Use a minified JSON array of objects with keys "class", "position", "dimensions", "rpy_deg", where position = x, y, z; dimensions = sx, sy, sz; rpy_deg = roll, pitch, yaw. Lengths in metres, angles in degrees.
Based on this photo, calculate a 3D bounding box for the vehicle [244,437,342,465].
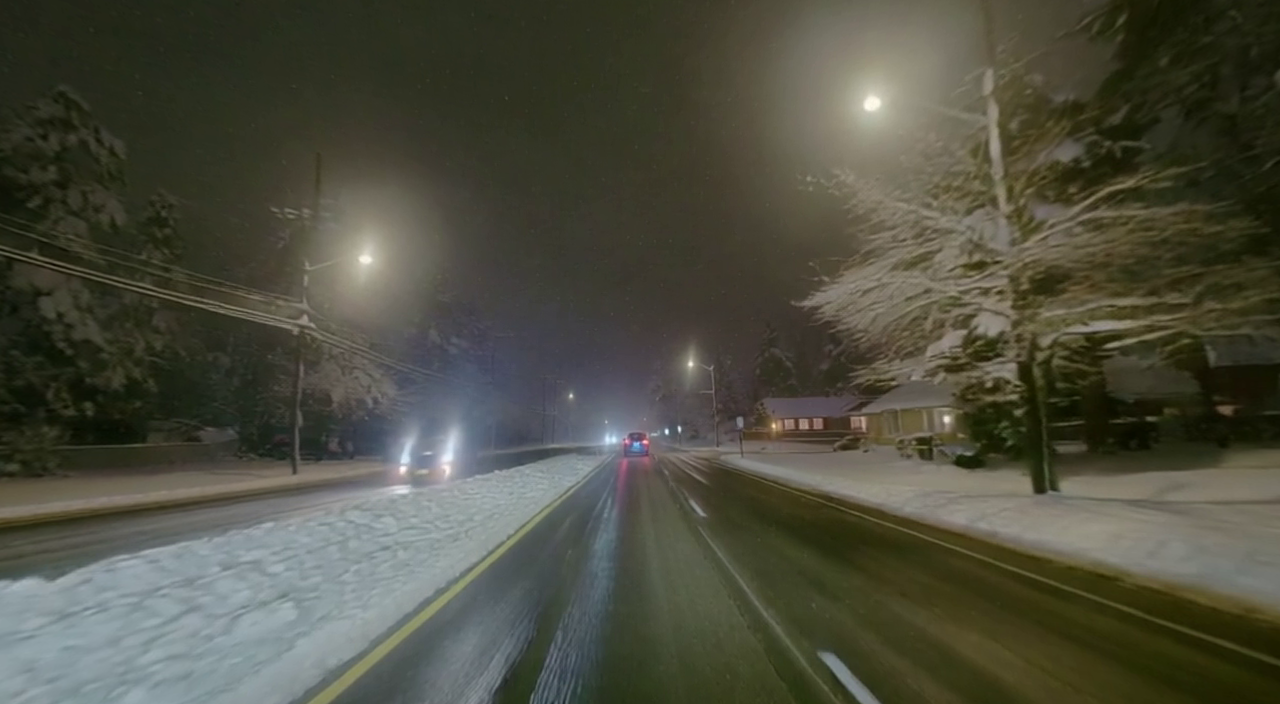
[{"class":"vehicle","position":[-21.146,6.017,38.626],"dimensions":[4.773,1.625,1.933],"rpy_deg":[0,-8,-2]}]

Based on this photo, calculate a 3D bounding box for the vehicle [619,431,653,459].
[{"class":"vehicle","position":[-0.294,6.405,43.741],"dimensions":[2.230,1.827,4.298],"rpy_deg":[0,-8,0]}]

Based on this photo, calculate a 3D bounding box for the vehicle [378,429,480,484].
[{"class":"vehicle","position":[-7.161,3.575,21.971],"dimensions":[2.065,1.719,4.265],"rpy_deg":[0,-8,0]}]
